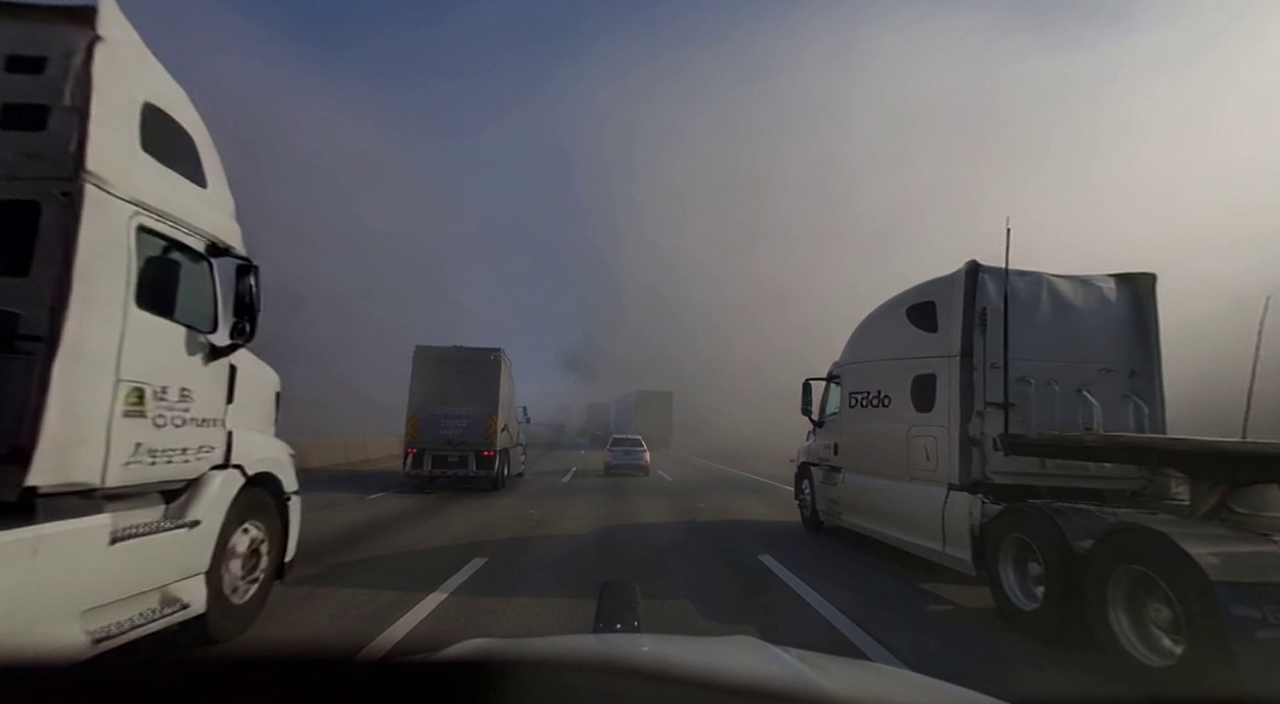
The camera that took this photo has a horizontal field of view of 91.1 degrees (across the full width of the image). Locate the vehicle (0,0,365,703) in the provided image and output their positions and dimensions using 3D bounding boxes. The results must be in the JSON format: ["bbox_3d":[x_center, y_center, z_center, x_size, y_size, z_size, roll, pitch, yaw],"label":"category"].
[{"bbox_3d":[-3.617,-0.543,0.659,2.822,3.788,8.799,0,-8,-1],"label":"vehicle"}]

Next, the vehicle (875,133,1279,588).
[{"bbox_3d":[7.228,0.031,5.472,2.758,4.032,11.419,3,-8,-20],"label":"vehicle"}]

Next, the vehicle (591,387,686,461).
[{"bbox_3d":[-0.577,4.907,41.931,2.899,4.112,13.912,2,-8,-15],"label":"vehicle"}]

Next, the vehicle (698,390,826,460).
[{"bbox_3d":[7.748,5.041,42.660,2.866,4.057,11.808,3,-8,-19],"label":"vehicle"}]

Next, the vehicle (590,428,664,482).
[{"bbox_3d":[-0.537,3.252,20.259,2.060,1.540,4.374,1,-8,-5],"label":"vehicle"}]
